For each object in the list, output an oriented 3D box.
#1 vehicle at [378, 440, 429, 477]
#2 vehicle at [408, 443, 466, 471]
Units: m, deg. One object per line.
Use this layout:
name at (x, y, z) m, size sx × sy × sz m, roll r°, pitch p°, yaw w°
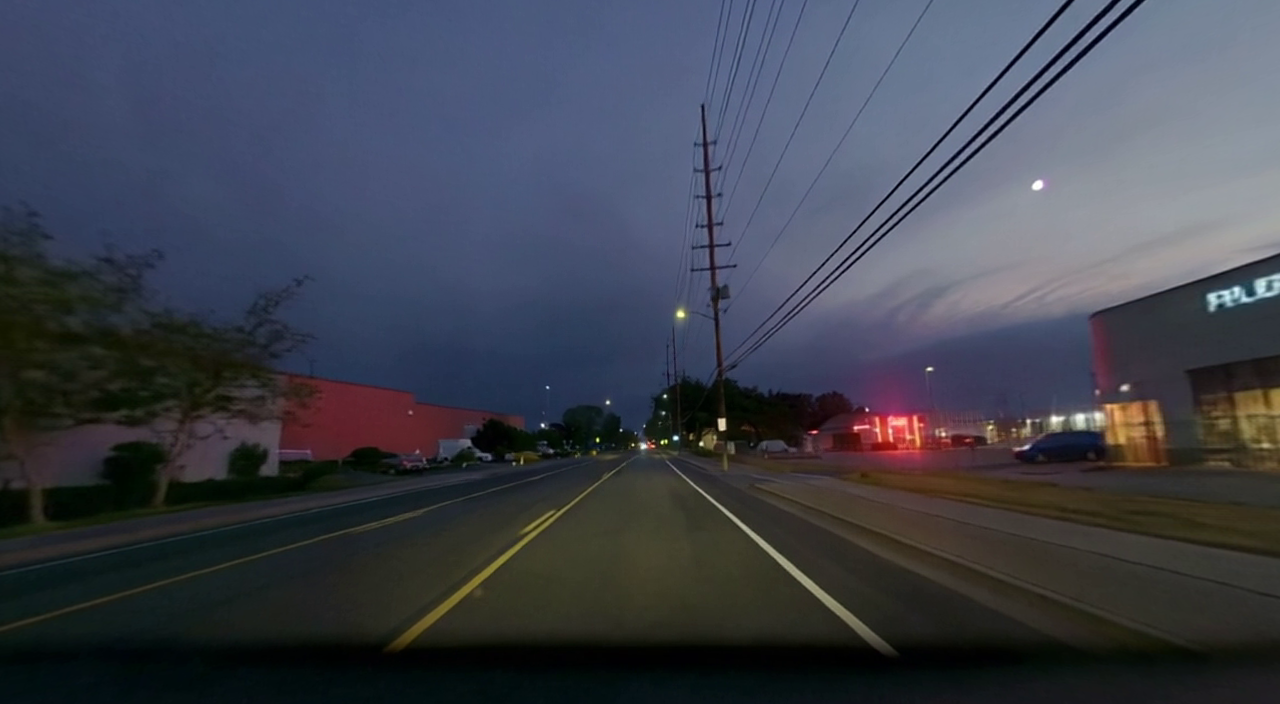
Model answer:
vehicle at (-16.384, 7.348, 43.892) m, size 1.972 × 1.891 × 3.936 m, roll -3°, pitch -2°, yaw 1°
vehicle at (-13.952, 7.237, 43.713) m, size 1.949 × 1.735 × 5.568 m, roll -2°, pitch -8°, yaw 3°
